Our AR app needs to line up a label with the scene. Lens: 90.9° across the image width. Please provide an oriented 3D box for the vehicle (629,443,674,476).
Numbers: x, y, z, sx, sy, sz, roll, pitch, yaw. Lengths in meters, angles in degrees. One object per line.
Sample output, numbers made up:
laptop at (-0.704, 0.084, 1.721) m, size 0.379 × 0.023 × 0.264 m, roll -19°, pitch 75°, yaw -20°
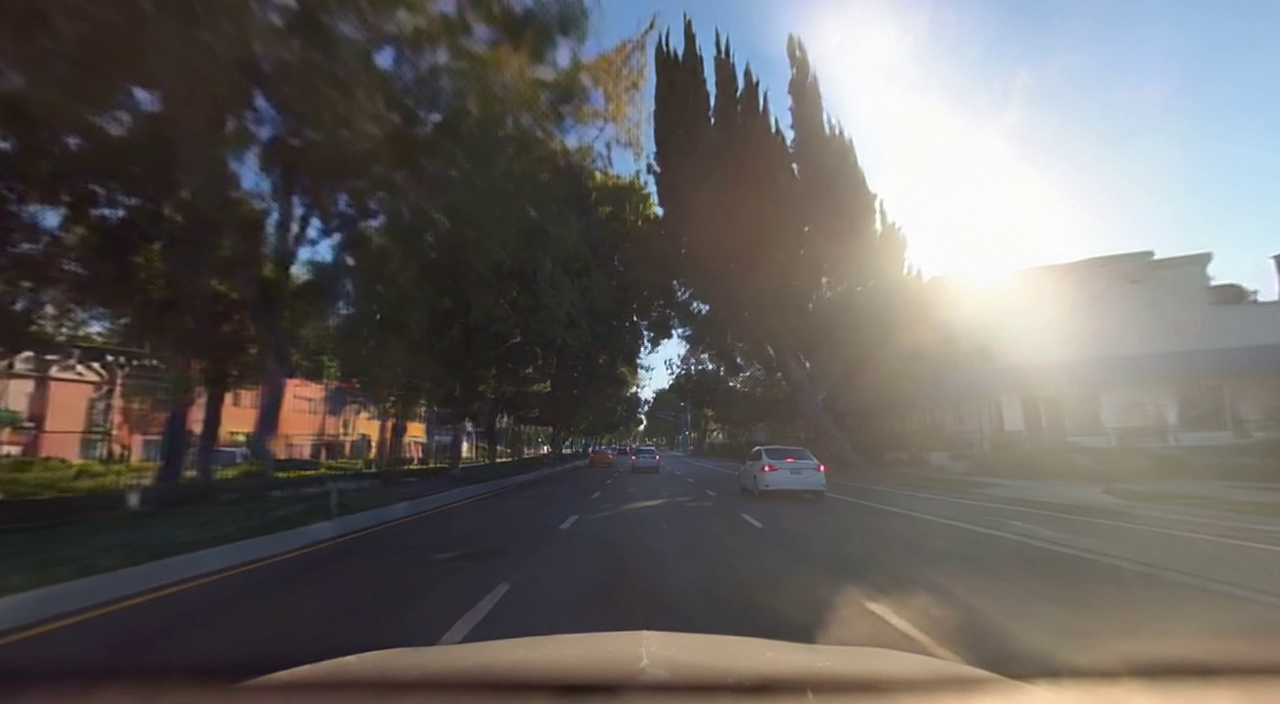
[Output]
vehicle at (0.547, 5.364, 31.610) m, size 2.144 × 1.505 × 4.128 m, roll 0°, pitch -8°, yaw 0°

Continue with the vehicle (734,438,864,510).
vehicle at (3.696, 2.908, 15.537) m, size 2.067 × 1.497 × 4.327 m, roll 0°, pitch -8°, yaw 0°
